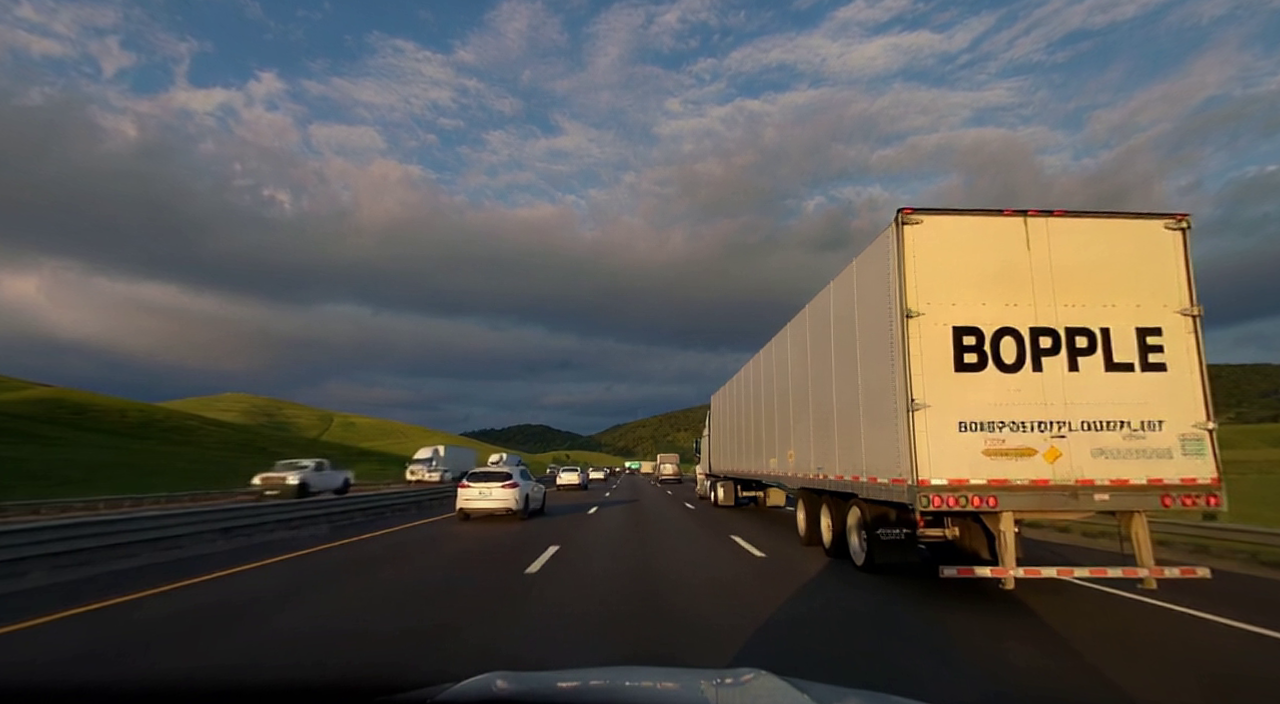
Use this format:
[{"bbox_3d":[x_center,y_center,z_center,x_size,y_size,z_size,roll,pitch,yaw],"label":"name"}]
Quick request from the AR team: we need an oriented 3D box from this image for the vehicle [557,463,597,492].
[{"bbox_3d":[-3.878,7.835,39.373,2.063,1.671,4.197,1,-11,0],"label":"vehicle"}]

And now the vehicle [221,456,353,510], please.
[{"bbox_3d":[-11.431,4.278,20.808,1.896,1.559,4.095,1,-11,1],"label":"vehicle"}]

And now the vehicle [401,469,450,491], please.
[{"bbox_3d":[-15.576,9.282,45.967,1.995,1.485,4.370,1,-11,0],"label":"vehicle"}]

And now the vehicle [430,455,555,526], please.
[{"bbox_3d":[-3.672,3.608,16.756,2.088,1.566,4.853,1,-11,1],"label":"vehicle"}]

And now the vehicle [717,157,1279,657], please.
[{"bbox_3d":[3.841,1.604,12.052,2.839,4.062,14.051,1,-11,-1],"label":"vehicle"}]
